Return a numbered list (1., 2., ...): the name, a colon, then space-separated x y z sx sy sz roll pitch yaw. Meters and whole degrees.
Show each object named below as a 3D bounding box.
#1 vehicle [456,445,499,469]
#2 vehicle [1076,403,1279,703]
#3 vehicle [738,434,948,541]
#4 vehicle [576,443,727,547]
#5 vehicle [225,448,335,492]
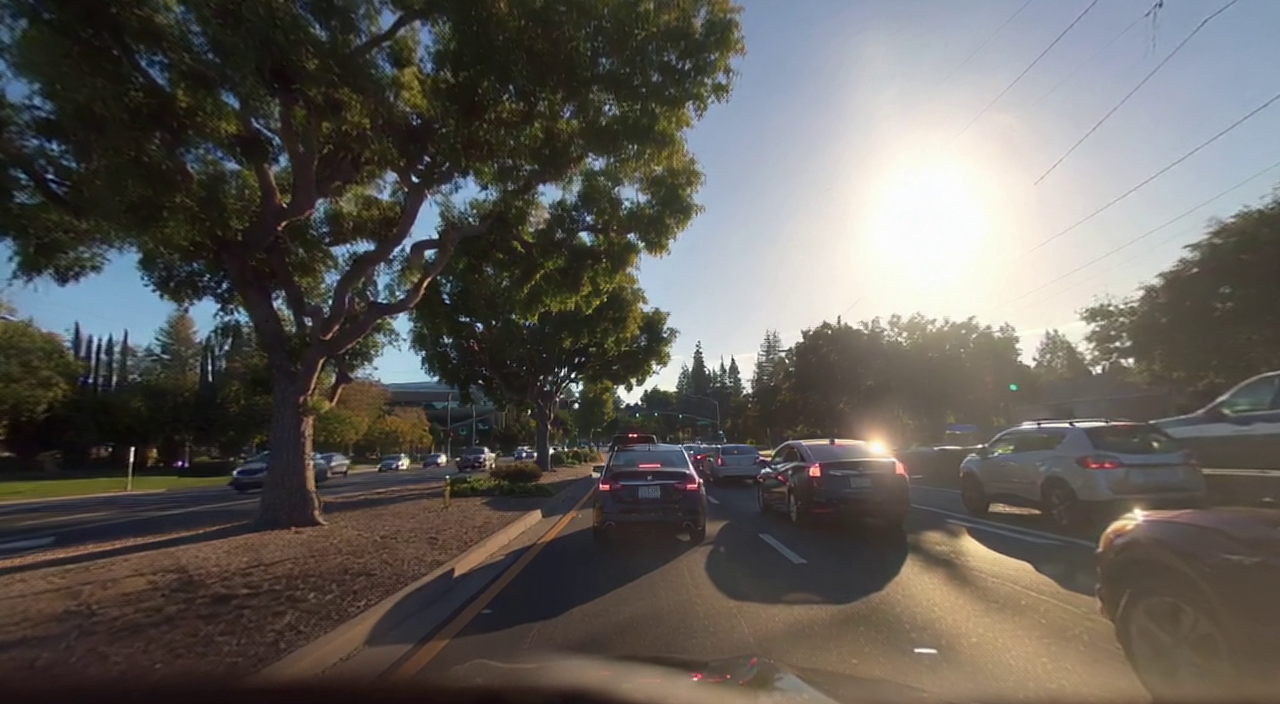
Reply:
1. vehicle: -11.907 7.698 46.675 1.980 1.675 4.581 0 -9 0
2. vehicle: 3.480 0.760 1.241 1.959 1.472 4.571 0 -9 0
3. vehicle: 3.181 2.243 11.201 1.970 1.445 4.974 0 -9 -1
4. vehicle: 0.088 2.197 10.427 1.990 1.347 4.067 0 -9 -2
5. vehicle: -15.624 5.100 27.791 2.080 1.738 4.686 0 -9 0
